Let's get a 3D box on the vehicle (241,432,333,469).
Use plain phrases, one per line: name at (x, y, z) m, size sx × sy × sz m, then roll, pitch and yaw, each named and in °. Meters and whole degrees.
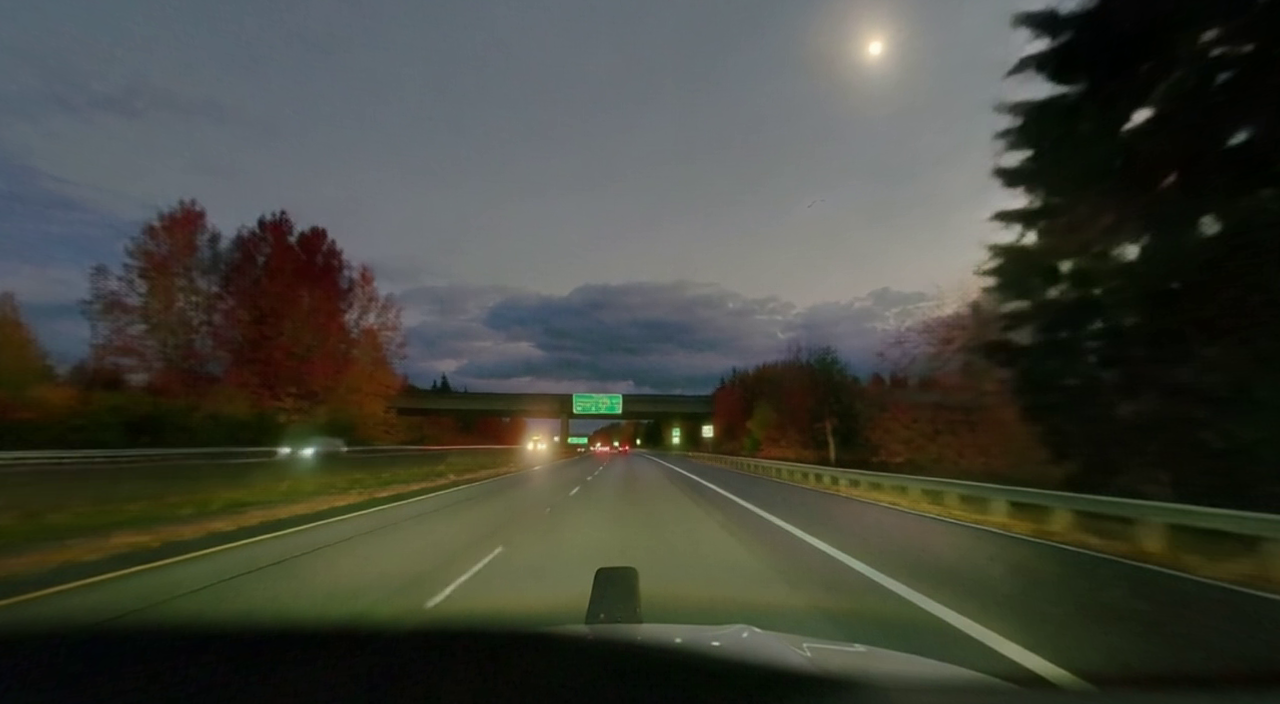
vehicle at (-16.690, 4.674, 29.904) m, size 1.928 × 1.601 × 4.281 m, roll 0°, pitch -9°, yaw -1°
